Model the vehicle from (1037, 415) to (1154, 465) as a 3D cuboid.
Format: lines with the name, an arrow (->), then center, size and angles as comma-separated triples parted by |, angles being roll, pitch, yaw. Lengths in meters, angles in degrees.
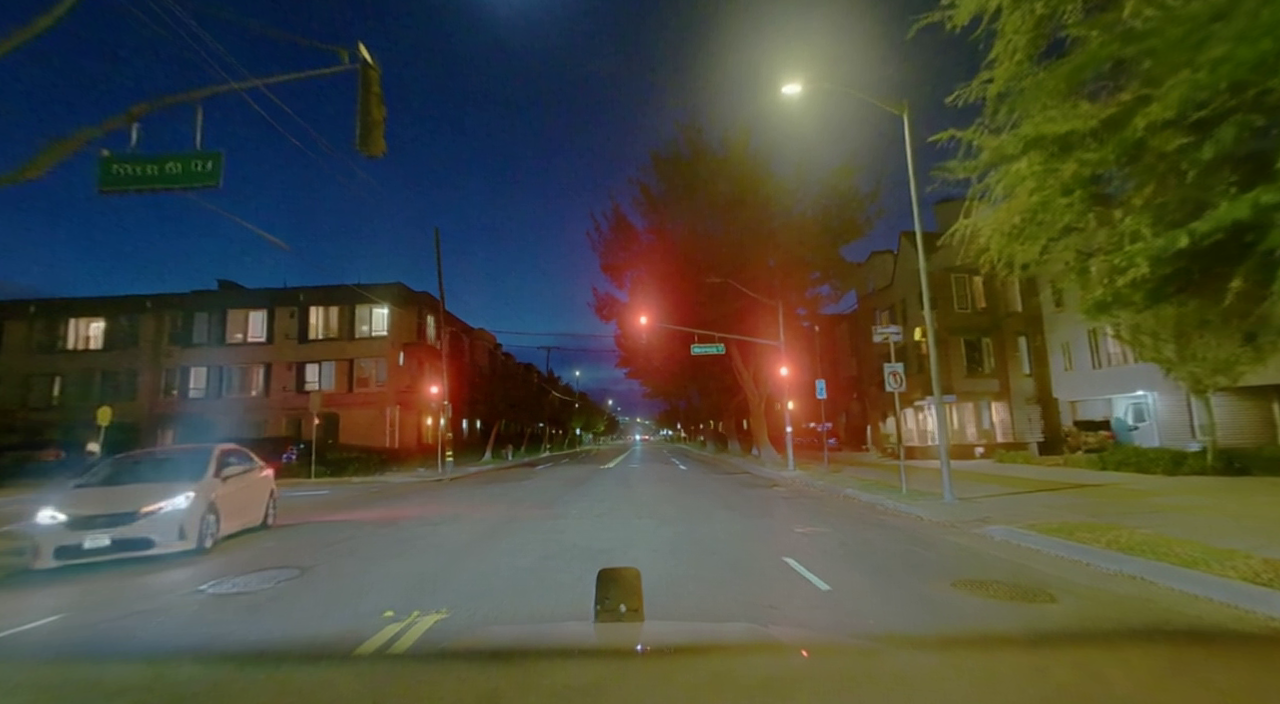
vehicle -> 17.121, 3.369, 24.051 | 2.013, 1.722, 4.007 | -2, -9, 11

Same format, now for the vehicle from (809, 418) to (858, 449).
vehicle -> 11.487, 4.933, 37.782 | 1.950, 1.714, 4.245 | -1, -8, 5

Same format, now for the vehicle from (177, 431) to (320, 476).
vehicle -> -19.063, 4.944, 30.989 | 5.468, 1.854, 2.283 | -2, -8, -4

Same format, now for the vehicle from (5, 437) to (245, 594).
vehicle -> -6.492, 2.000, 8.485 | 1.945, 1.424, 4.135 | 2, -10, -32
